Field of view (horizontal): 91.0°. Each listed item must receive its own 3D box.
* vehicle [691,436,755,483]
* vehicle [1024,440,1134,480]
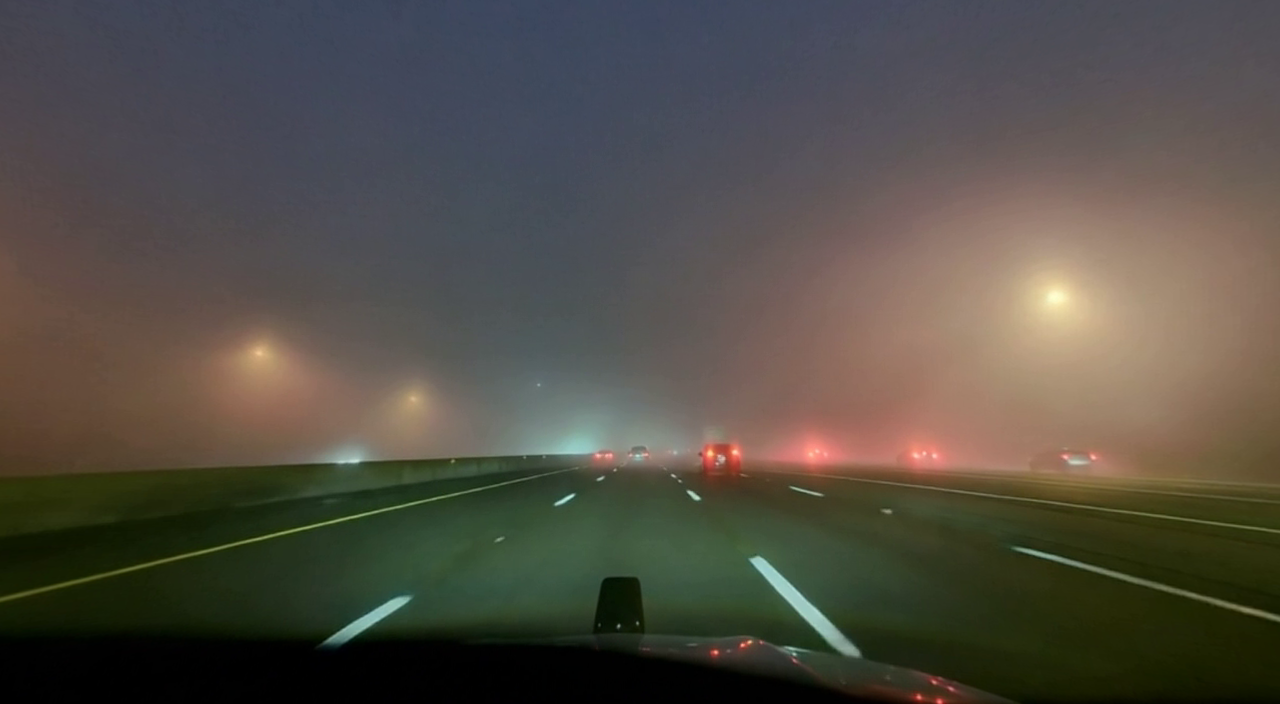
[{"bbox_3d":[3.401,4.524,26.812,2.147,1.794,4.538,0,-9,0],"label":"vehicle"},{"bbox_3d":[21.082,5.195,30.526,2.116,1.754,4.727,0,-9,3],"label":"vehicle"}]
